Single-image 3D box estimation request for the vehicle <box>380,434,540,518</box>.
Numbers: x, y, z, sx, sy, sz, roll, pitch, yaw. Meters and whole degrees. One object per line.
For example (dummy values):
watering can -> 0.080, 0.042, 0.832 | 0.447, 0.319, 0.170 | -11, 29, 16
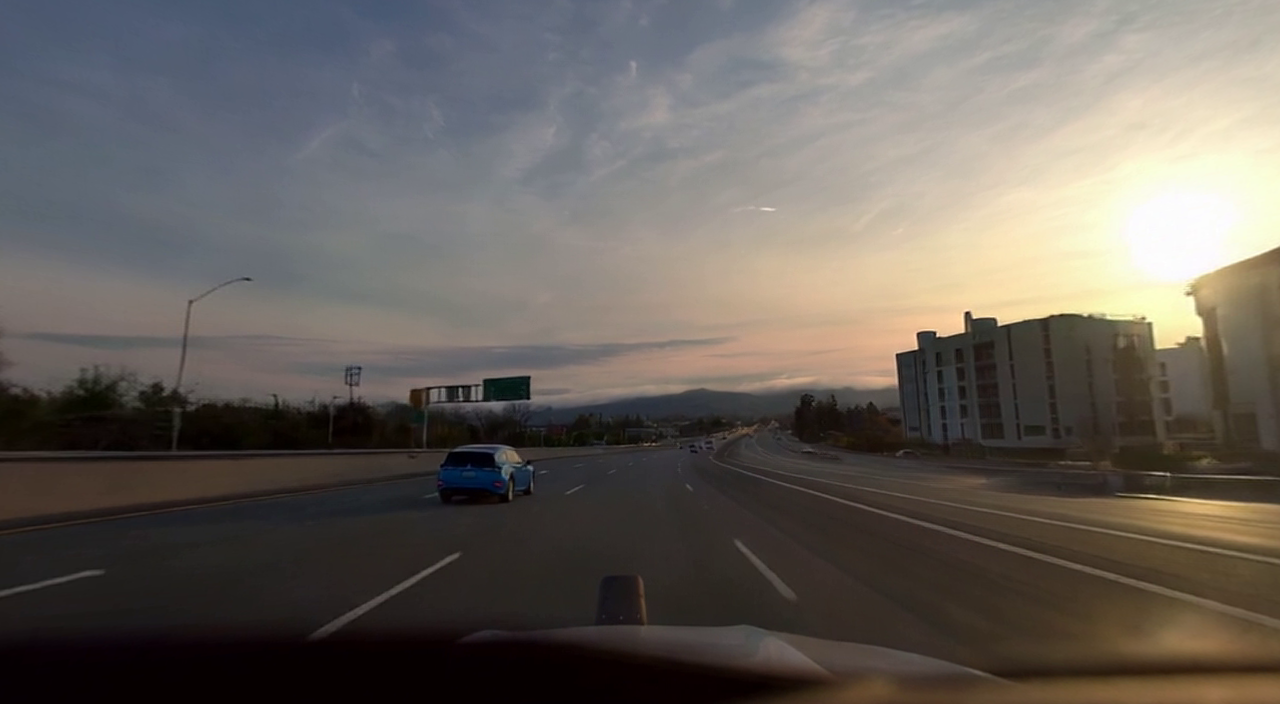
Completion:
vehicle -> -3.790, 2.709, 14.360 | 2.087, 1.566, 4.756 | -1, -9, 2
